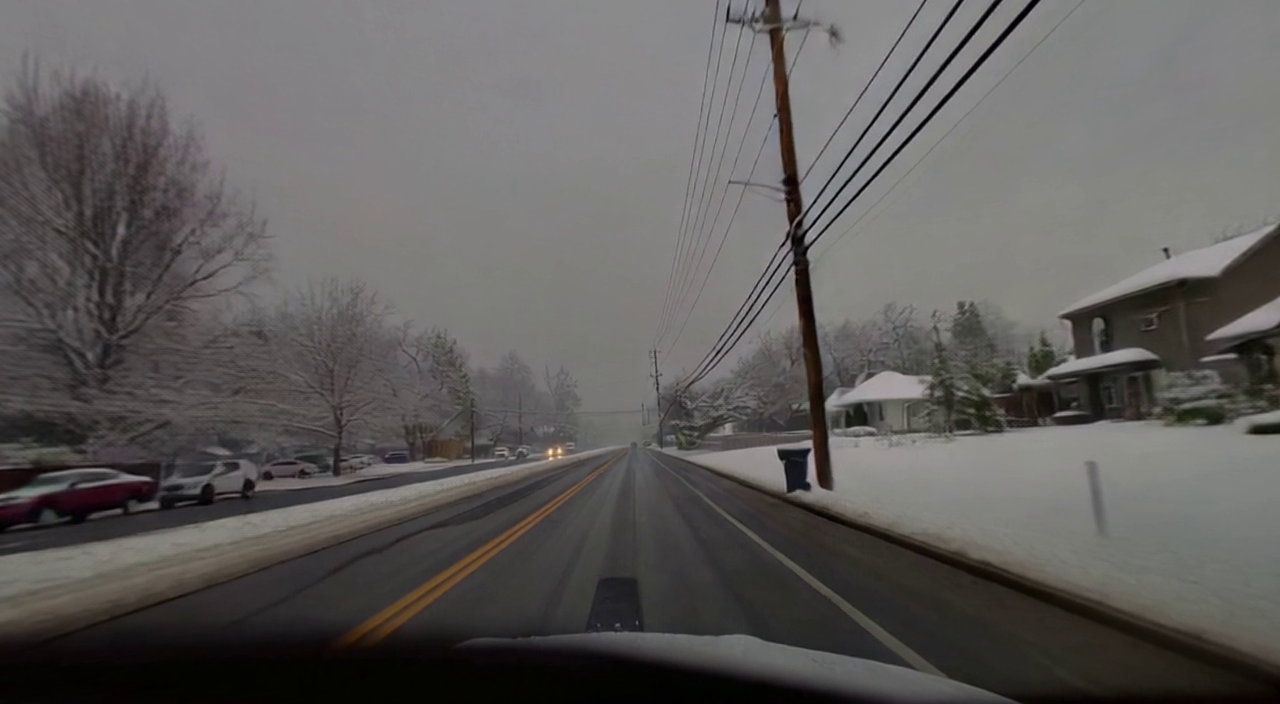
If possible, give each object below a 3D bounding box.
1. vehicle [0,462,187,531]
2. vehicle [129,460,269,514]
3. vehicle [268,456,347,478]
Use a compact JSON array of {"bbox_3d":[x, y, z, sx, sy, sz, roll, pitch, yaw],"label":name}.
[{"bbox_3d":[-15.863,4.131,18.439,2.031,1.482,4.476,-6,-9,0],"label":"vehicle"},{"bbox_3d":[-16.007,4.852,23.225,2.018,1.449,4.384,-7,-9,0],"label":"vehicle"},{"bbox_3d":[-22.651,7.824,43.152,4.243,1.455,2.005,0,-9,1],"label":"vehicle"}]
